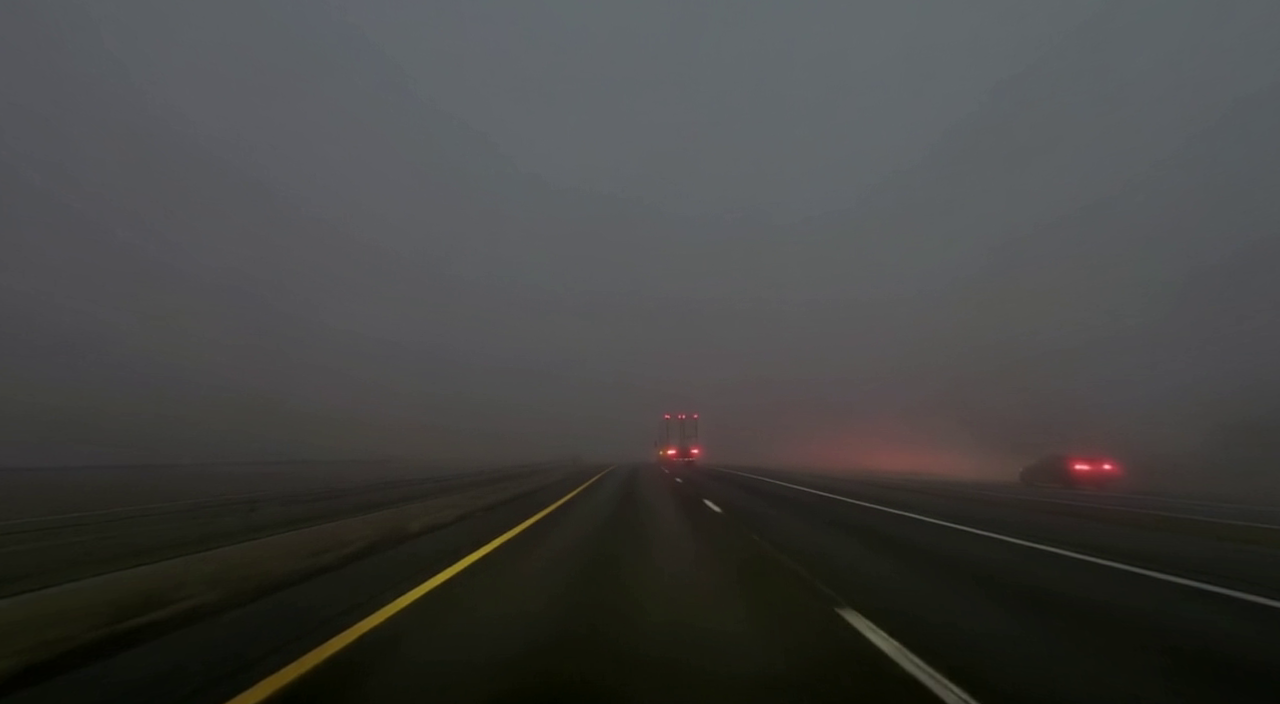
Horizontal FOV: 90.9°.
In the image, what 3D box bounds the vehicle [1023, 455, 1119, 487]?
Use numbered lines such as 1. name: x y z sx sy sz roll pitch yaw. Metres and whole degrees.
1. vehicle: 21.909 6.050 32.232 1.836 1.499 3.936 1 -9 -7
